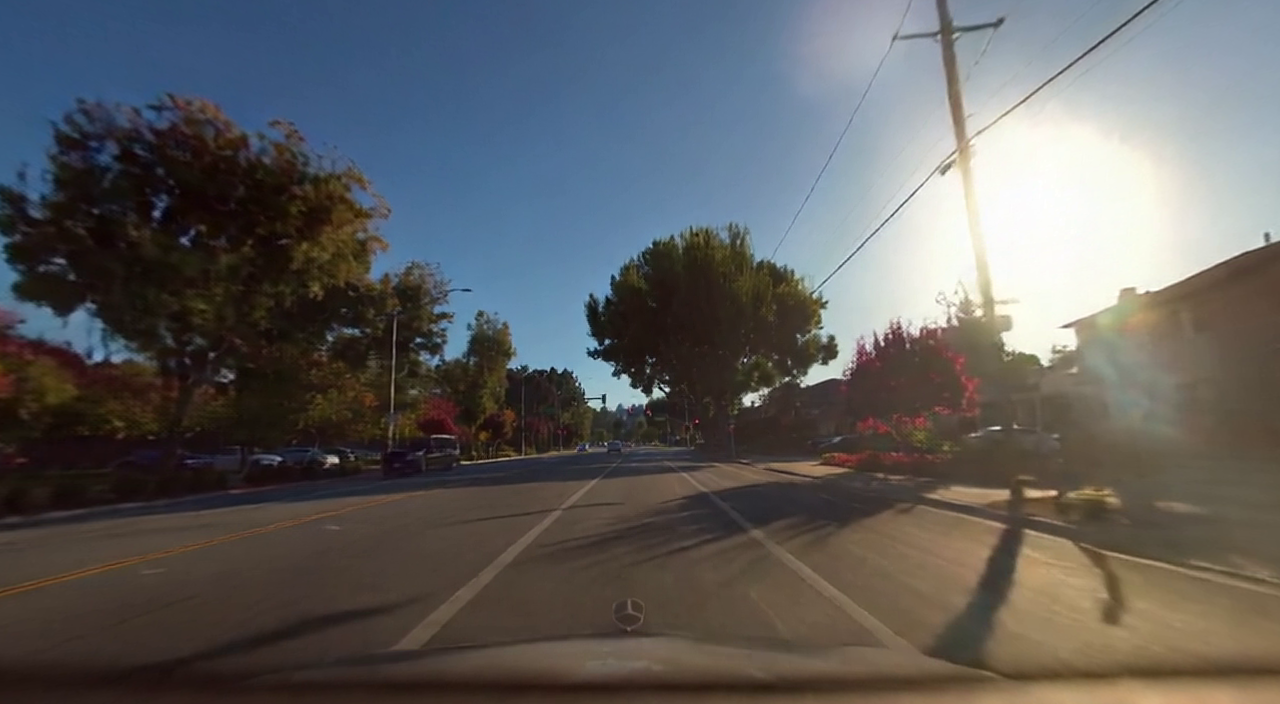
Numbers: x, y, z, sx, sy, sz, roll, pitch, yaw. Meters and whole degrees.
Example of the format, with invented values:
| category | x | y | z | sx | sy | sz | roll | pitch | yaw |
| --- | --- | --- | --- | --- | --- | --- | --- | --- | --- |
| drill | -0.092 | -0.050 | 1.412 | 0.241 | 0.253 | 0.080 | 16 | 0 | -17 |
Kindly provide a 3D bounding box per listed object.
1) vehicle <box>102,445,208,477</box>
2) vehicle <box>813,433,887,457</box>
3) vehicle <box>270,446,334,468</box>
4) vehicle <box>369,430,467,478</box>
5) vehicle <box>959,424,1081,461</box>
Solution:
| category | x | y | z | sx | sy | sz | roll | pitch | yaw |
| --- | --- | --- | --- | --- | --- | --- | --- | --- | --- |
| vehicle | -22.204 | 4.999 | 28.957 | 3.459 | 1.419 | 1.631 | 0 | -9 | -2 |
| vehicle | 15.275 | 6.803 | 46.056 | 4.625 | 1.467 | 1.991 | -3 | -8 | 2 |
| vehicle | -22.532 | 7.010 | 42.081 | 3.348 | 1.380 | 1.584 | 2 | -8 | -7 |
| vehicle | -10.040 | 4.660 | 29.127 | 2.294 | 1.975 | 5.773 | 0 | -9 | 1 |
| vehicle | 18.478 | 4.431 | 30.835 | 4.591 | 1.718 | 2.107 | 0 | -9 | -2 |
